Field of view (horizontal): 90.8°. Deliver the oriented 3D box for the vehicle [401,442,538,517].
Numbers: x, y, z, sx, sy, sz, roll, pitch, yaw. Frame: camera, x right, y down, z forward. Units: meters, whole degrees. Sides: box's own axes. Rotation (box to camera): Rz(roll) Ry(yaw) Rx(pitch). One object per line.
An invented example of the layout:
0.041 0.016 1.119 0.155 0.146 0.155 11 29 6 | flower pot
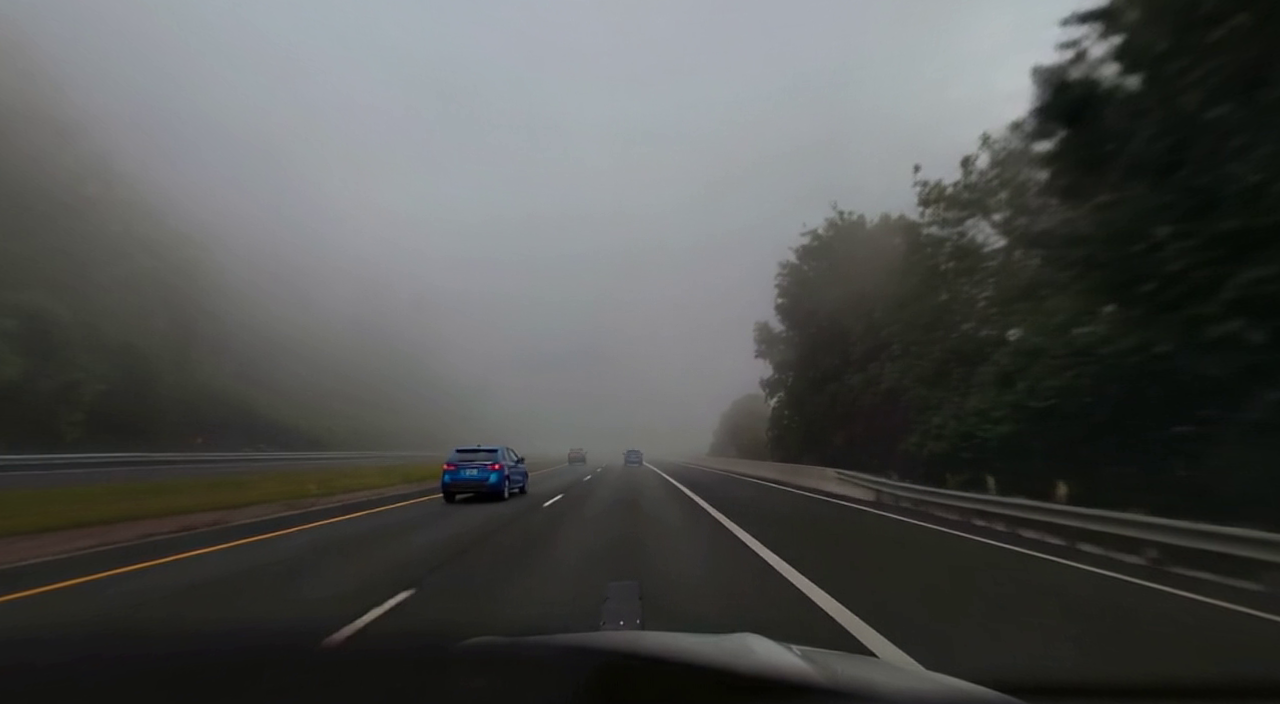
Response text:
-3.887 2.981 15.415 1.957 1.499 4.965 0 -9 0 | vehicle
